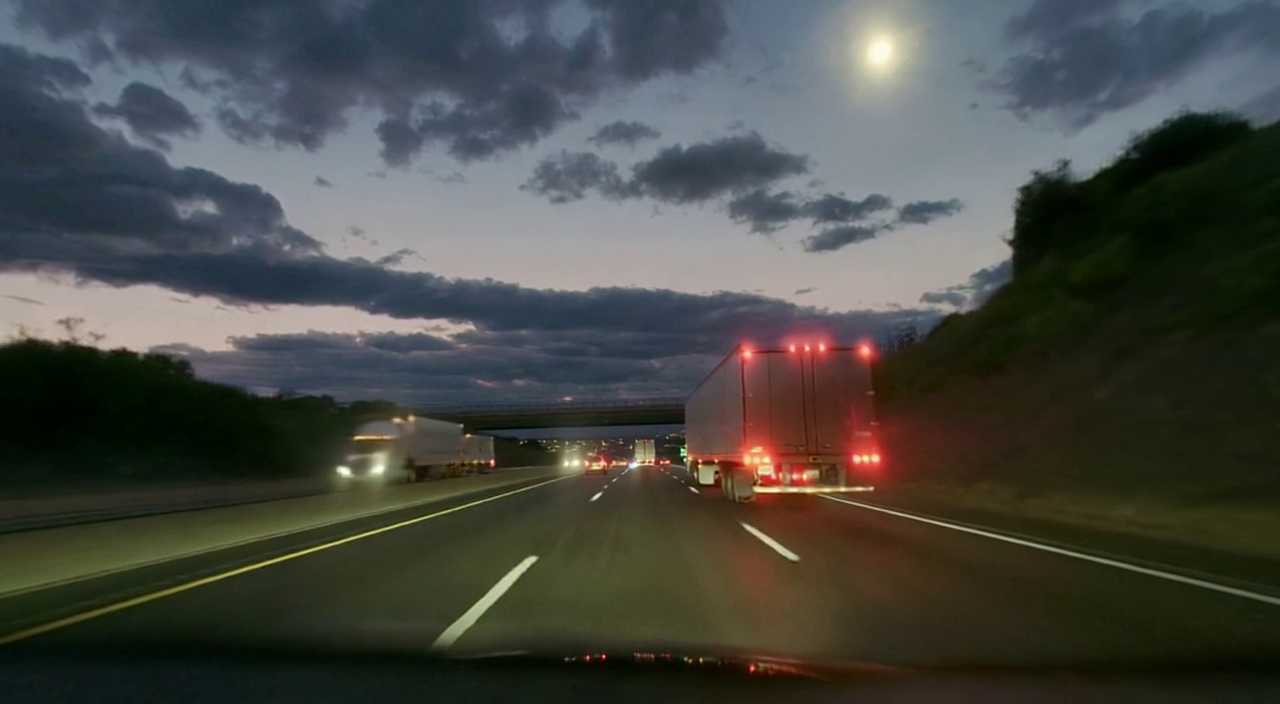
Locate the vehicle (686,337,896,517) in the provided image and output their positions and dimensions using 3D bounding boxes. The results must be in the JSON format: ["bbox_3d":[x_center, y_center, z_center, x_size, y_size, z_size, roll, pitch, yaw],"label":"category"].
[{"bbox_3d":[3.961,2.920,22.500,3.131,4.037,16.729,0,-9,-1],"label":"vehicle"}]

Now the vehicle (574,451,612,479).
[{"bbox_3d":[-2.906,7.048,39.646,2.007,1.647,3.854,0,-9,1],"label":"vehicle"}]

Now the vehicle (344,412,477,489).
[{"bbox_3d":[-14.662,6.648,42.794,2.885,4.151,16.611,0,-9,0],"label":"vehicle"}]
